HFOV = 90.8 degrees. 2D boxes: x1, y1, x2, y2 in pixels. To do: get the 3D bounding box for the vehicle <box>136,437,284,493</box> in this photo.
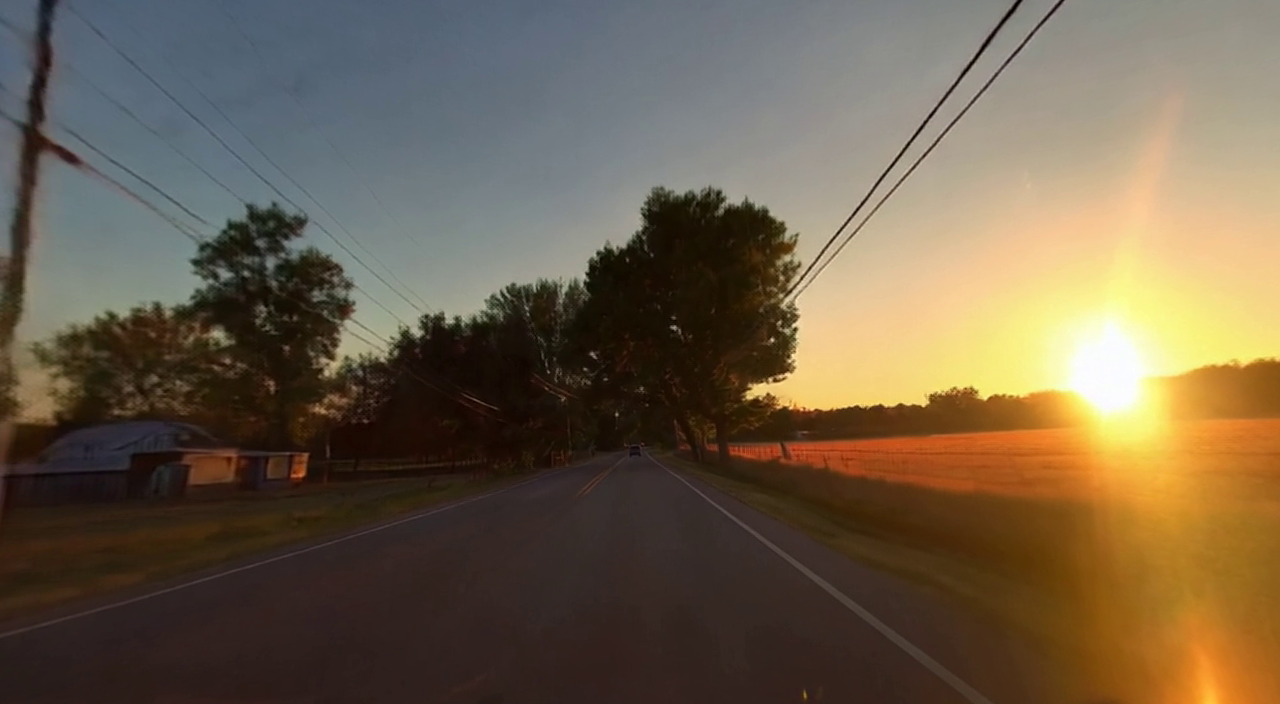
[{"bbox_3d":[-27.149,7.125,40.454,2.681,3.188,7.534,-3,-9,18],"label":"vehicle"}]
